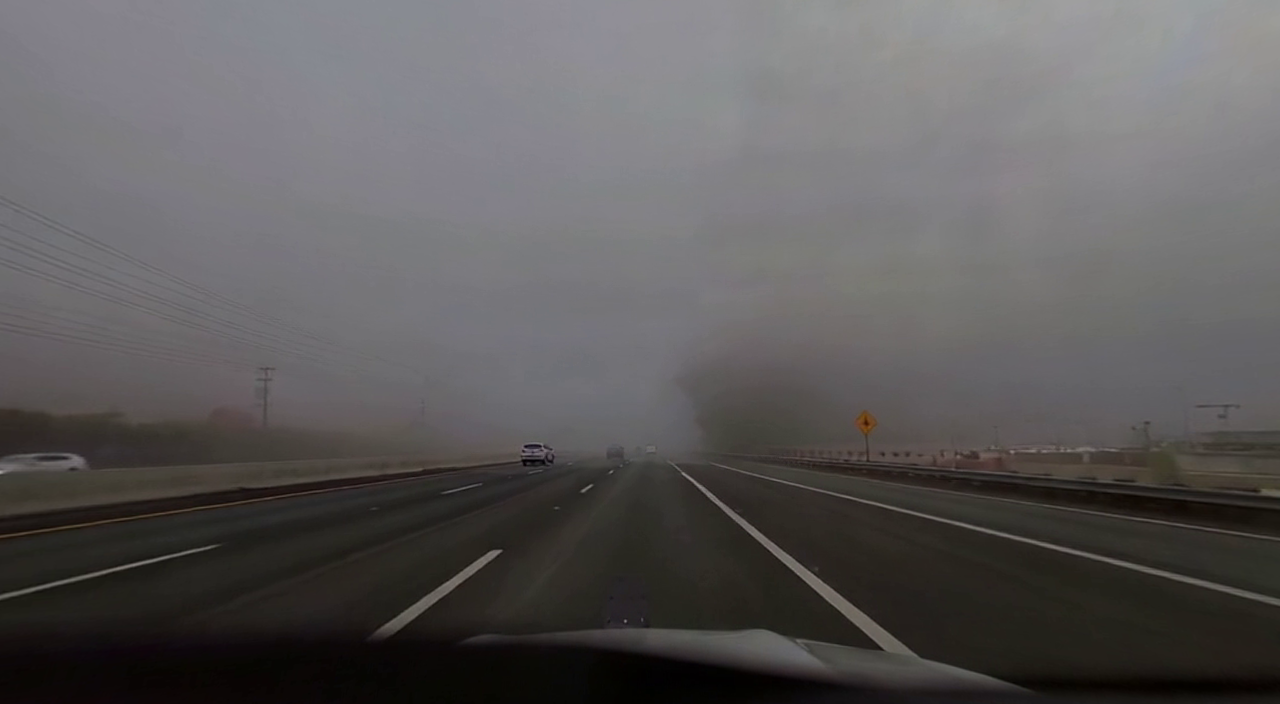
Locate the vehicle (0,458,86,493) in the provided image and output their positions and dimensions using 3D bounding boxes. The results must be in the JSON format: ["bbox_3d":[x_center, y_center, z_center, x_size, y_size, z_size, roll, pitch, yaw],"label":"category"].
[{"bbox_3d":[-29.823,5.908,30.408,1.811,1.479,4.751,0,-9,1],"label":"vehicle"}]

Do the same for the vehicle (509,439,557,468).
[{"bbox_3d":[-6.760,6.472,40.382,2.118,1.696,4.836,0,-9,2],"label":"vehicle"}]
